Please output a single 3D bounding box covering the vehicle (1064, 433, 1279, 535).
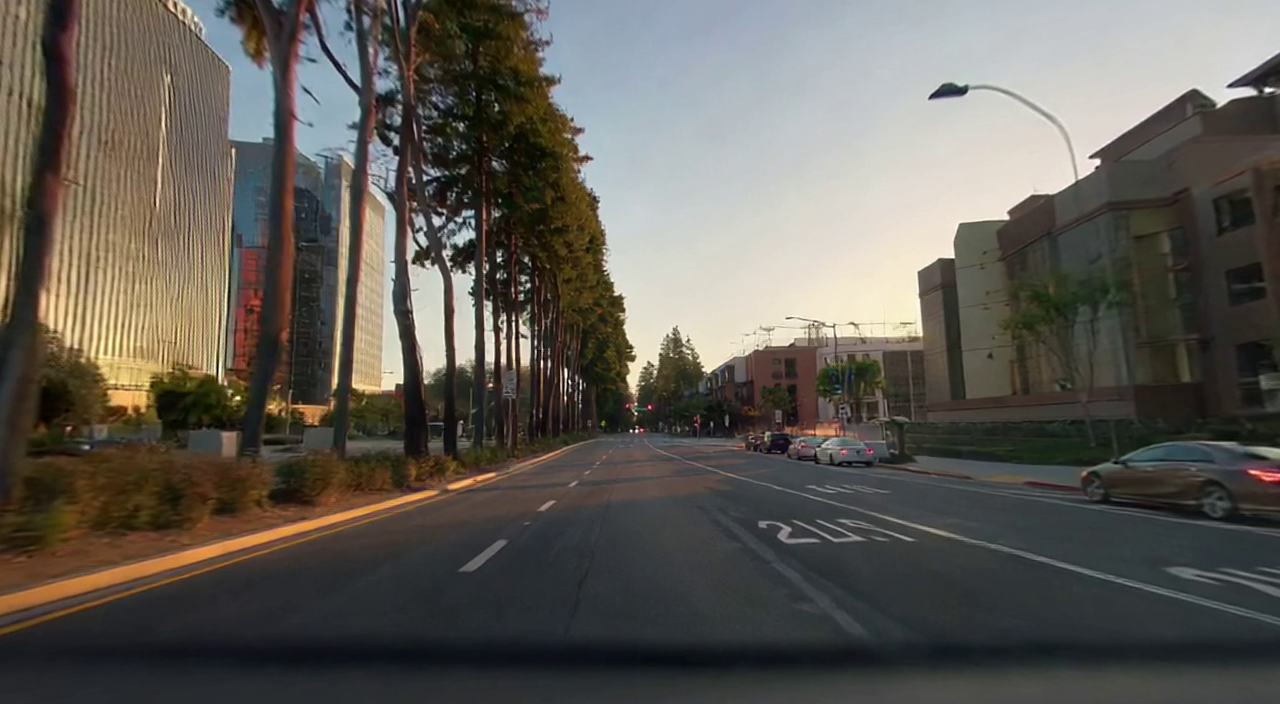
[{"bbox_3d":[10.544,2.323,11.761,1.911,1.533,4.670,0,-9,-2],"label":"vehicle"}]

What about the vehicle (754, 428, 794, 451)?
[{"bbox_3d":[10.317,6.841,49.066,1.947,1.716,4.861,0,-9,-1],"label":"vehicle"}]

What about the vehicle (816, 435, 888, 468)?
[{"bbox_3d":[10.595,5.005,31.881,1.927,1.489,4.532,0,-9,-2],"label":"vehicle"}]
